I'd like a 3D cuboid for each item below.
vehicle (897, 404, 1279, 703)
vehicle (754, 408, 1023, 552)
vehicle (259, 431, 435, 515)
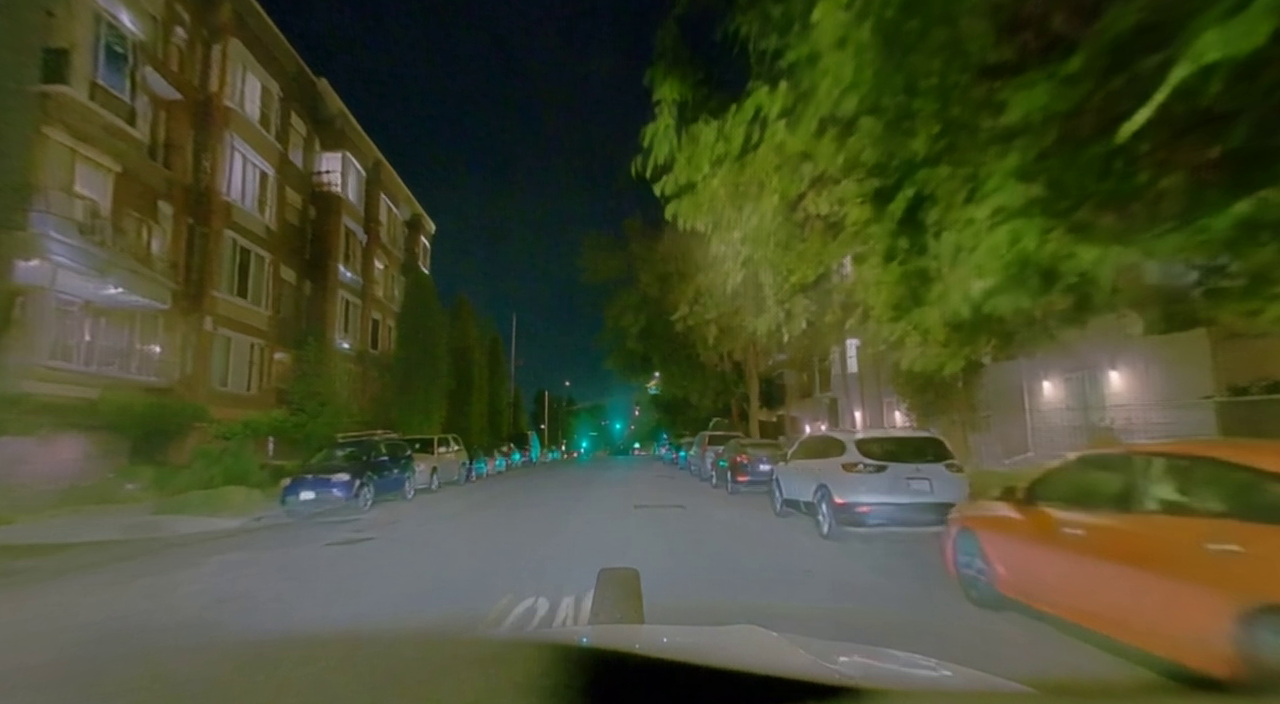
[{"bbox_3d":[3.742,1.189,4.063,2.050,1.502,4.826,0,-9,-1],"label":"vehicle"},{"bbox_3d":[3.779,2.119,11.235,2.280,1.850,5.961,0,-9,-1],"label":"vehicle"},{"bbox_3d":[-7.618,3.255,17.232,2.384,1.781,5.492,-3,-10,-2],"label":"vehicle"}]
